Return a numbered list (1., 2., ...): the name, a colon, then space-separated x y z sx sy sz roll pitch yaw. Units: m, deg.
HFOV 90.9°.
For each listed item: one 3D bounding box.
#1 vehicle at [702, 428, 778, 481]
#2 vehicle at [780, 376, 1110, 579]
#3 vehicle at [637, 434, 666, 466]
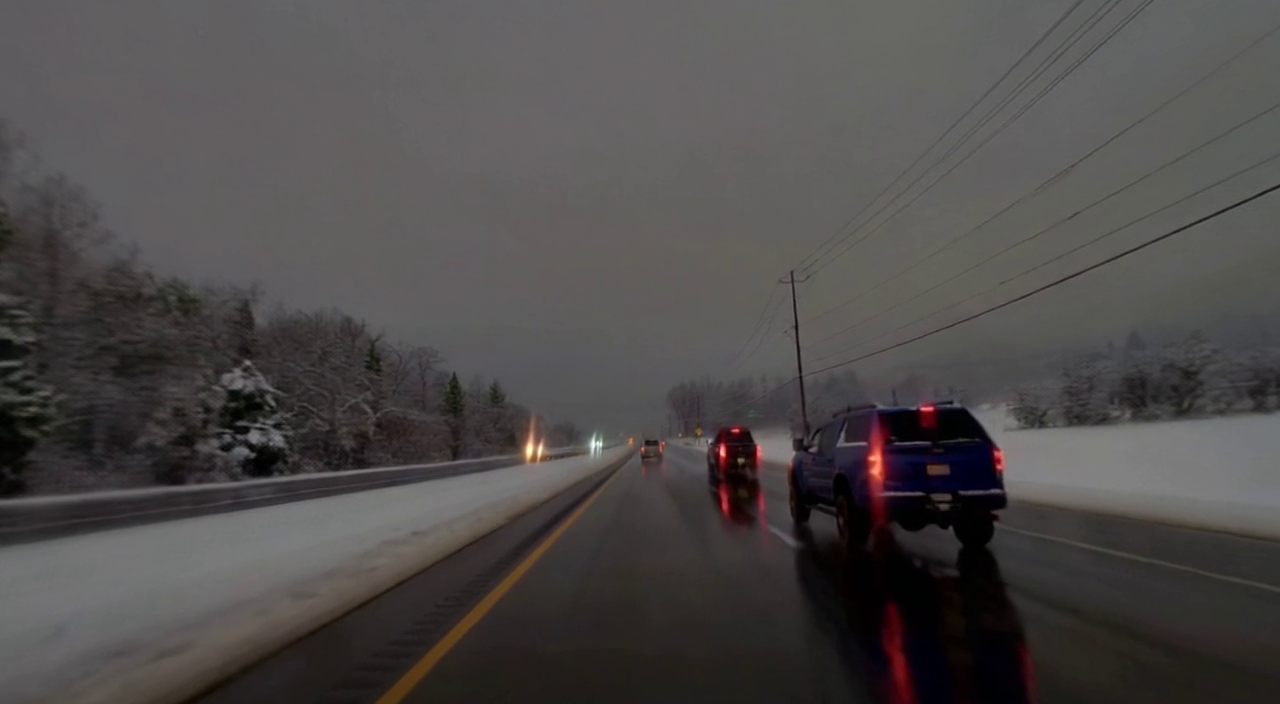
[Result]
1. vehicle: 4.447 4.665 29.048 2.594 2.155 5.670 0 -8 0
2. vehicle: 3.709 1.657 9.097 2.145 2.069 5.057 0 -8 -1
3. vehicle: 0.814 7.531 48.490 2.099 2.260 4.899 0 -8 0
